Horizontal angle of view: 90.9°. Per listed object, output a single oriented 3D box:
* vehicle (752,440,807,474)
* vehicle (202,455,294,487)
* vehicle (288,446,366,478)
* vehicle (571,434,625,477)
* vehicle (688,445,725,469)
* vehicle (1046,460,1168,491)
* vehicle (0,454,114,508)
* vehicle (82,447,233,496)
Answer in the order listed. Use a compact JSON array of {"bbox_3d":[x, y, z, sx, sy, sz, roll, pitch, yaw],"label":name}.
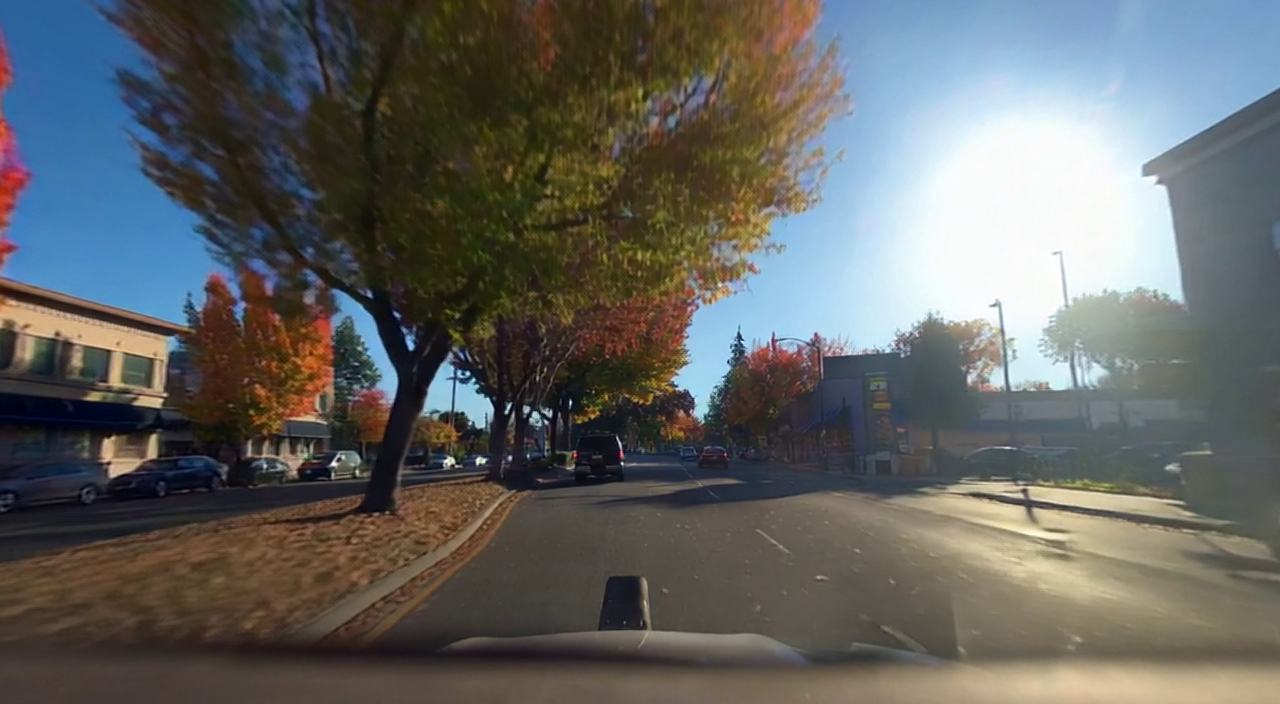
[{"bbox_3d":[7.784,5.897,35.657,2.040,1.738,4.414,0,-8,0],"label":"vehicle"},{"bbox_3d":[-18.874,5.733,30.620,1.737,1.349,4.014,0,-8,3],"label":"vehicle"},{"bbox_3d":[-18.894,6.611,38.374,1.914,1.785,5.408,0,-8,1],"label":"vehicle"},{"bbox_3d":[-1.981,4.831,29.738,2.344,1.863,4.665,1,-8,-4],"label":"vehicle"},{"bbox_3d":[4.222,6.721,40.650,1.886,1.464,4.290,0,-8,0],"label":"vehicle"},{"bbox_3d":[28.035,7.409,38.001,5.680,1.772,2.071,0,-8,-2],"label":"vehicle"},{"bbox_3d":[-19.228,3.934,19.514,1.985,1.463,4.603,0,-8,-1],"label":"vehicle"},{"bbox_3d":[-19.127,4.696,25.377,2.137,1.723,4.850,0,-8,1],"label":"vehicle"}]
